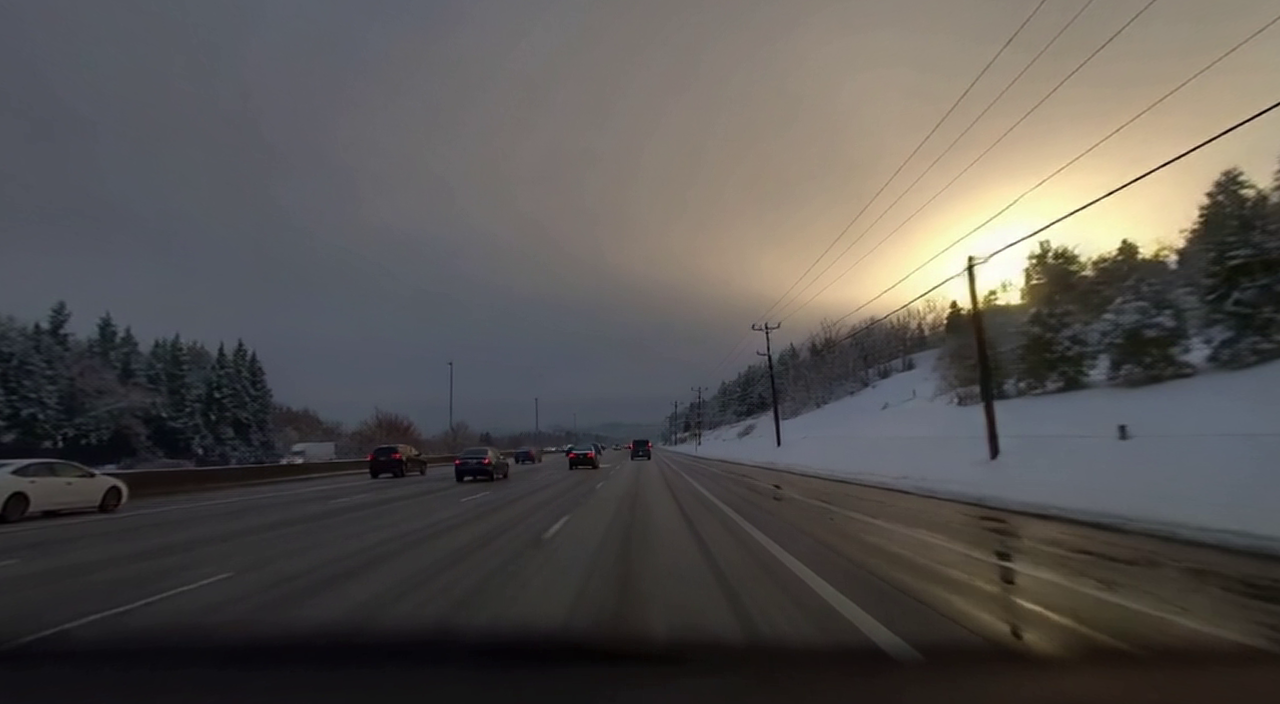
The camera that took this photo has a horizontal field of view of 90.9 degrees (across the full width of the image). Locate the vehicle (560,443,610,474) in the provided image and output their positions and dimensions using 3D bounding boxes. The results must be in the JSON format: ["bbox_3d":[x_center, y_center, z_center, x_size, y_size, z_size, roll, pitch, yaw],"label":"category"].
[{"bbox_3d":[-2.698,5.328,31.829,2.064,1.446,4.409,0,-8,0],"label":"vehicle"}]

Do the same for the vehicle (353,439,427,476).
[{"bbox_3d":[-14.375,6.072,36.614,2.172,1.946,5.017,0,-8,1],"label":"vehicle"}]

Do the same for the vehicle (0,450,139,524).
[{"bbox_3d":[-14.173,2.965,14.109,1.885,1.474,4.849,0,-8,1],"label":"vehicle"}]

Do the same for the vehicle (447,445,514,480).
[{"bbox_3d":[-7.149,4.967,28.717,1.899,1.472,4.202,0,-8,1],"label":"vehicle"}]
